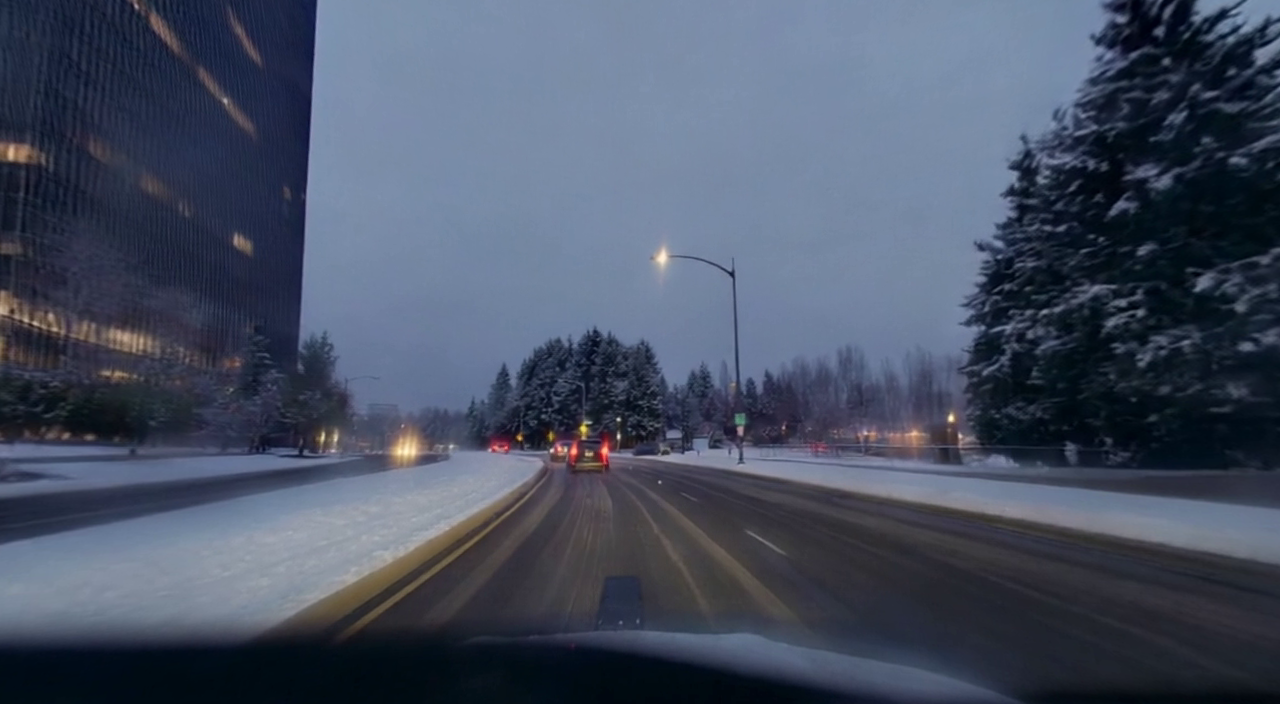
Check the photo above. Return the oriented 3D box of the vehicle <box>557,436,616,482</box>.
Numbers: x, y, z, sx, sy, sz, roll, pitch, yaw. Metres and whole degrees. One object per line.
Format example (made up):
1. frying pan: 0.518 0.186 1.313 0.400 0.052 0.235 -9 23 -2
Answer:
1. vehicle: -2.202 4.343 25.890 2.183 1.675 4.319 1 -8 -5
